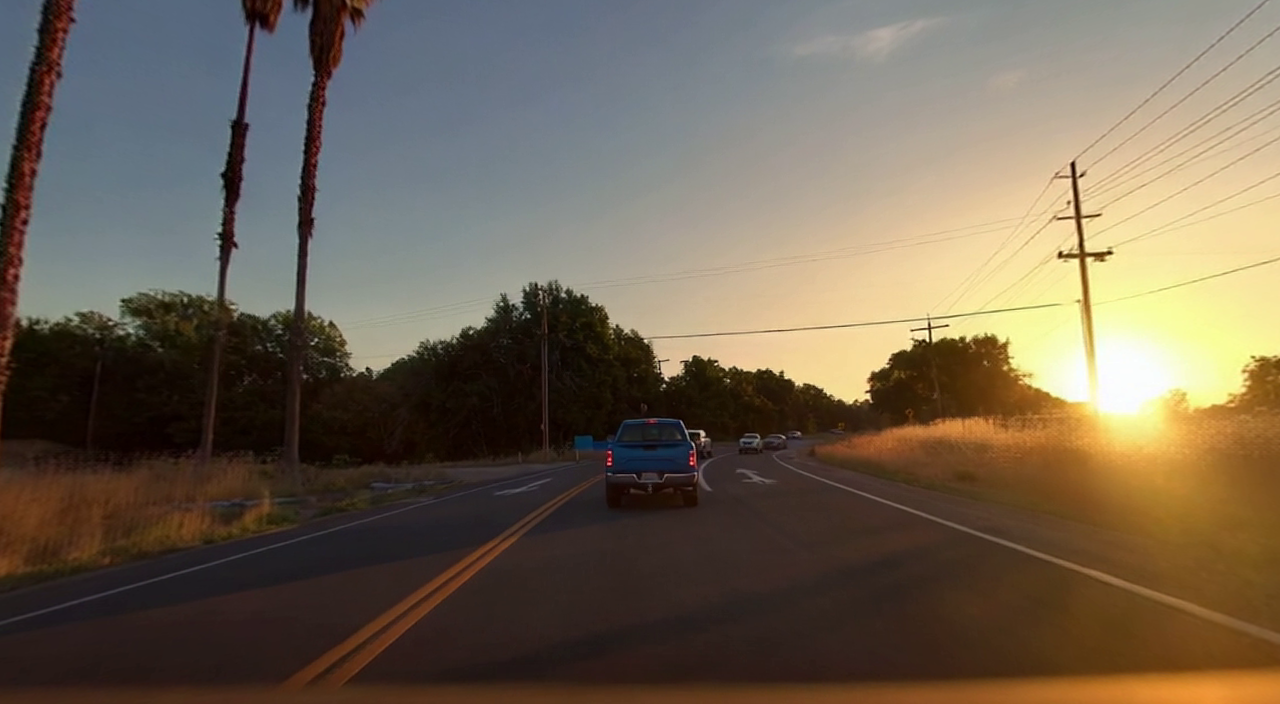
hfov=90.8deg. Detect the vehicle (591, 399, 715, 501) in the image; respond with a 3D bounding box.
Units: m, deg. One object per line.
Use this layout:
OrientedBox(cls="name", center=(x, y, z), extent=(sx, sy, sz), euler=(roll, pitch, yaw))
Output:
OrientedBox(cls="vehicle", center=(0.392, 2.572, 16.825), extent=(2.693, 2.223, 5.885), euler=(0, -8, 2))
